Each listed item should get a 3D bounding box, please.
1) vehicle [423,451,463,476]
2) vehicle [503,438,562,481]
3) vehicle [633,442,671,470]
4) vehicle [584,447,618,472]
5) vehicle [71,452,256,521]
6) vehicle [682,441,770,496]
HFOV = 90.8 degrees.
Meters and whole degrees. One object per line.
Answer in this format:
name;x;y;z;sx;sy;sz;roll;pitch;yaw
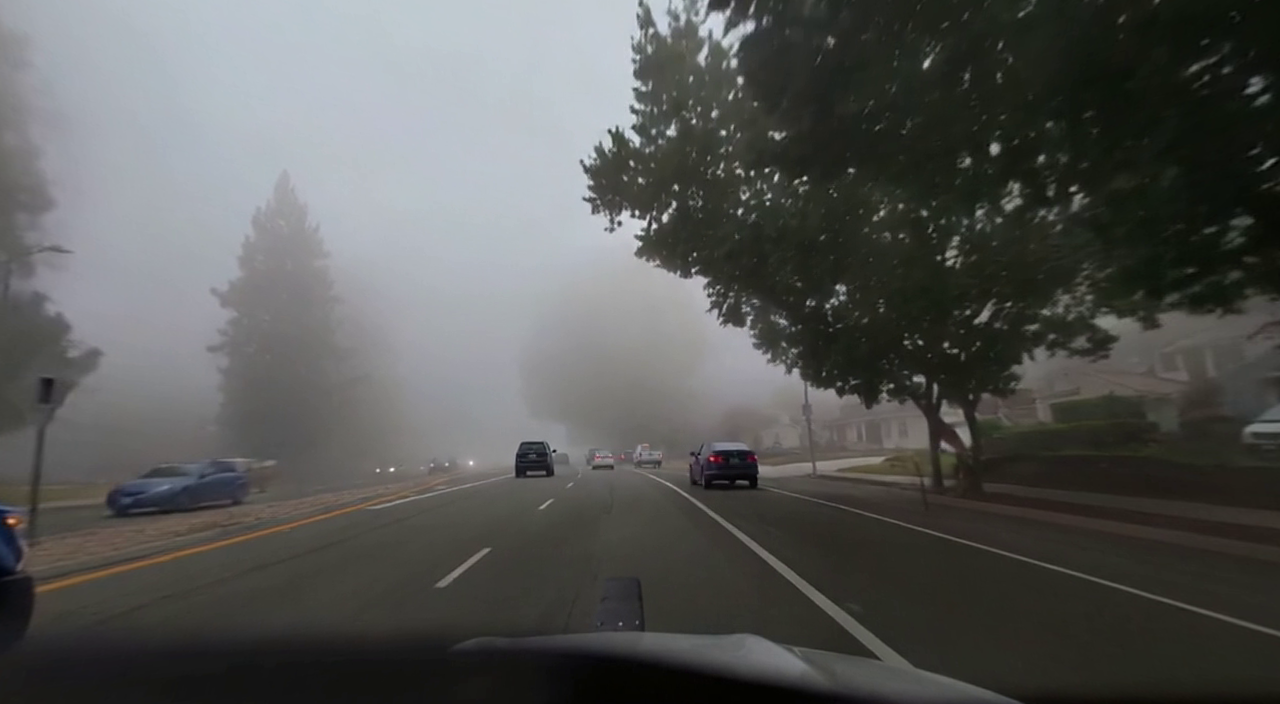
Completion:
vehicle;-14.830;8.375;47.703;2.017;1.691;4.351;1;-8;-6
vehicle;-4.922;4.959;29.518;2.218;1.829;4.492;1;-8;-4
vehicle;0.756;7.147;43.688;2.099;1.845;4.363;1;-8;-6
vehicle;-2.531;6.809;40.237;2.030;1.477;4.330;1;-8;-6
vehicle;-12.889;3.613;17.512;1.867;1.609;4.175;0;-8;-1
vehicle;2.492;3.488;19.388;1.884;1.463;4.195;1;-8;-4
